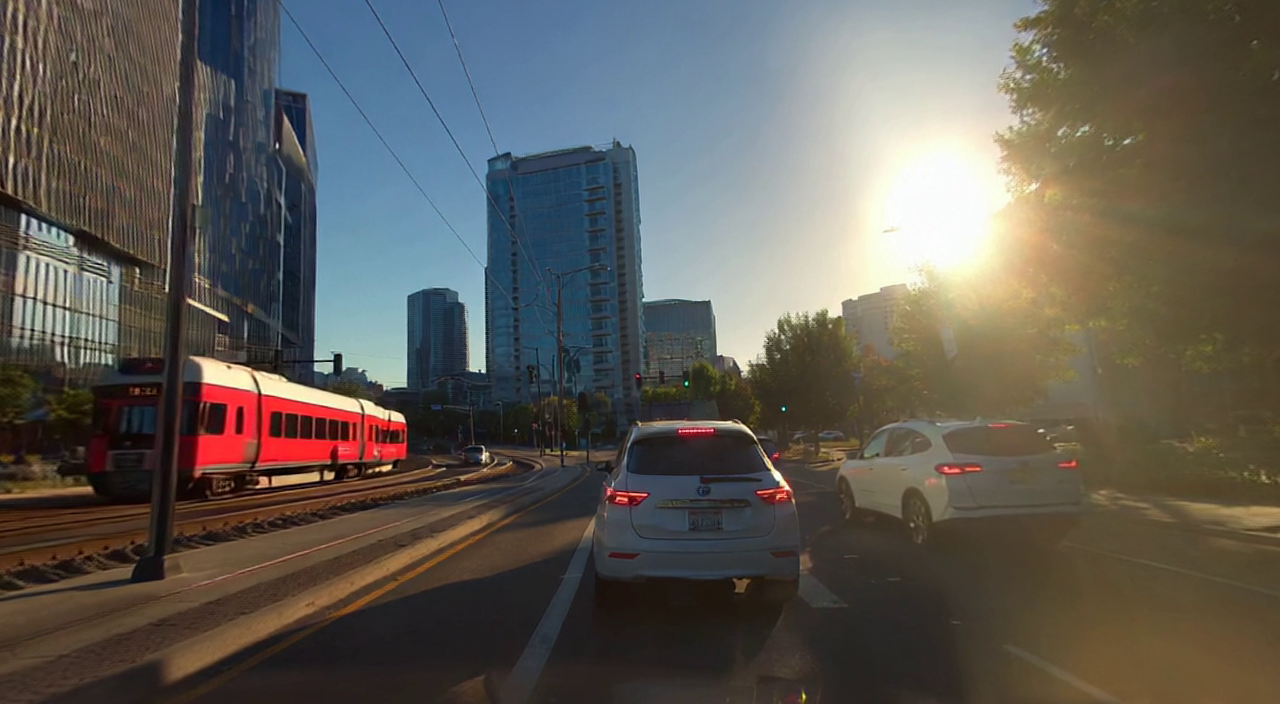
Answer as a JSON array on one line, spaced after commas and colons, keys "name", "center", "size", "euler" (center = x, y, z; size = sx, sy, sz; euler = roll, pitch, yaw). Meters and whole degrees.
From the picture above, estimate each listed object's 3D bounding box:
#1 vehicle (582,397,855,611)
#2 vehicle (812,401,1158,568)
[{"name": "vehicle", "center": [0.515, 1.518, 7.144], "size": [2.190, 1.684, 4.084], "euler": [0, -9, -3]}, {"name": "vehicle", "center": [4.366, 1.783, 9.269], "size": [2.165, 1.760, 5.064], "euler": [0, -9, -1]}]
